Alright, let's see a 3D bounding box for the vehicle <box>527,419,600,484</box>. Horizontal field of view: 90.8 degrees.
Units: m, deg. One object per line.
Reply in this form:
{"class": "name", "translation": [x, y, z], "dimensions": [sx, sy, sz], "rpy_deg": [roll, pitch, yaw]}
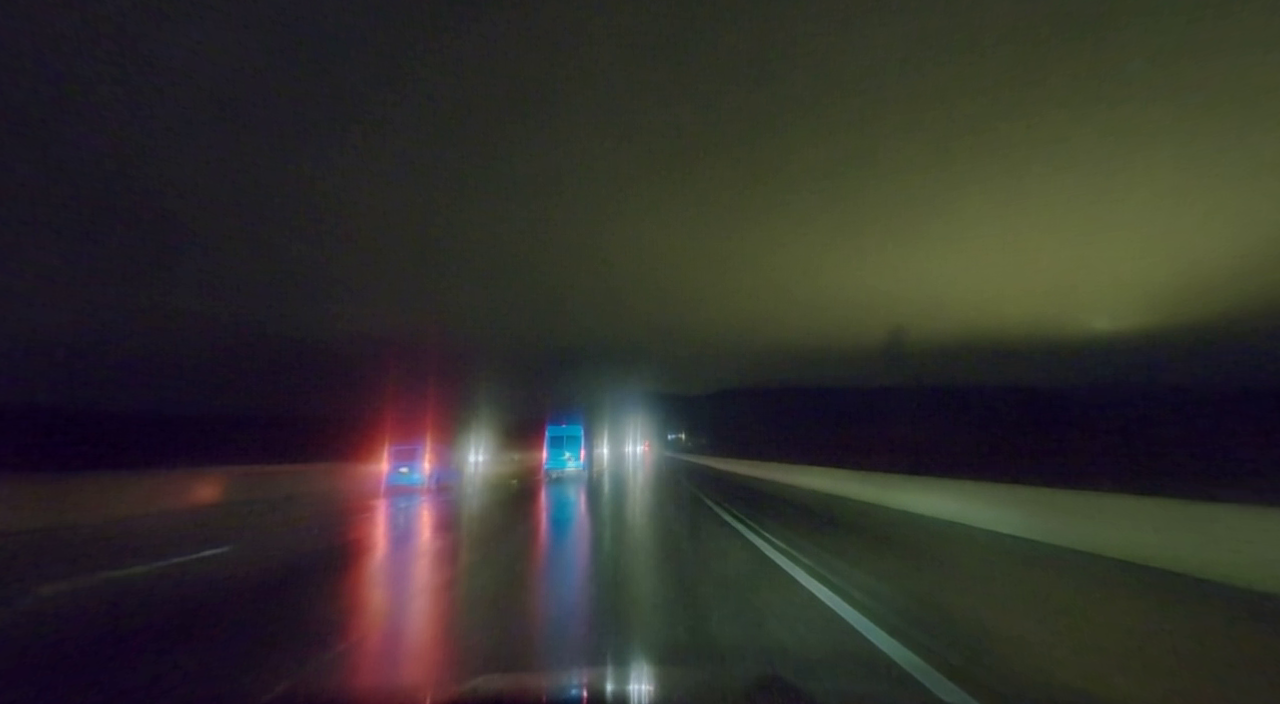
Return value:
{"class": "vehicle", "translation": [-3.211, 4.397, 28.016], "dimensions": [2.437, 2.565, 5.829], "rpy_deg": [0, -9, 1]}

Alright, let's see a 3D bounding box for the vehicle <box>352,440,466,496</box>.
{"class": "vehicle", "translation": [-7.564, 3.829, 21.206], "dimensions": [2.164, 1.664, 4.252], "rpy_deg": [0, -9, 1]}
